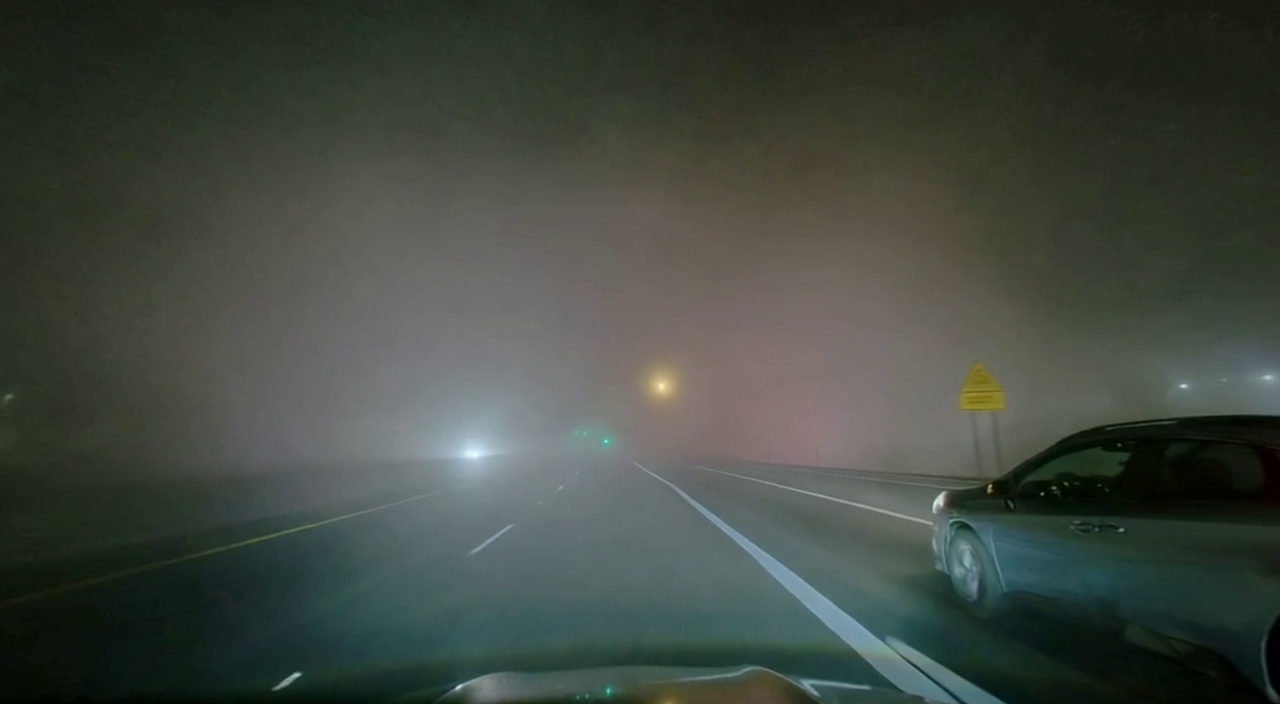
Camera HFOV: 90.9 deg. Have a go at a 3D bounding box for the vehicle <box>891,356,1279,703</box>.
[{"bbox_3d":[3.427,0.975,3.465,2.104,1.575,4.698,0,-9,-1],"label":"vehicle"}]
